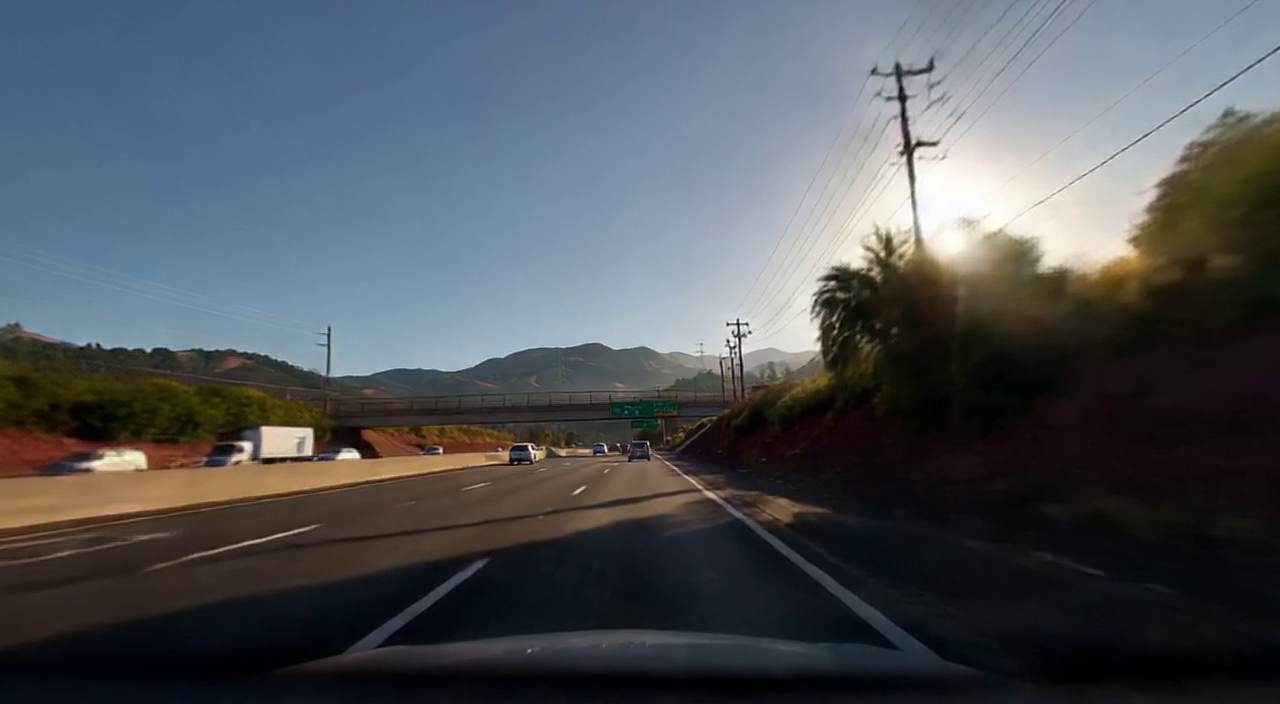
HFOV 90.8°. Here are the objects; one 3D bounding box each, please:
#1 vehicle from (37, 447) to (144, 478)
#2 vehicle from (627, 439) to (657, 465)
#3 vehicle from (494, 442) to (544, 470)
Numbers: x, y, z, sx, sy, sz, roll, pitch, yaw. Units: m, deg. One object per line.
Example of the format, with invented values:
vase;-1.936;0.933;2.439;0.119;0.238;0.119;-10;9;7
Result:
vehicle;-35.503;7.125;41.101;2.001;1.866;5.412;0;-8;1
vehicle;0.141;7.036;44.508;2.063;1.715;4.299;0;-8;0
vehicle;-7.077;6.114;37.400;2.077;1.511;4.323;0;-8;1
